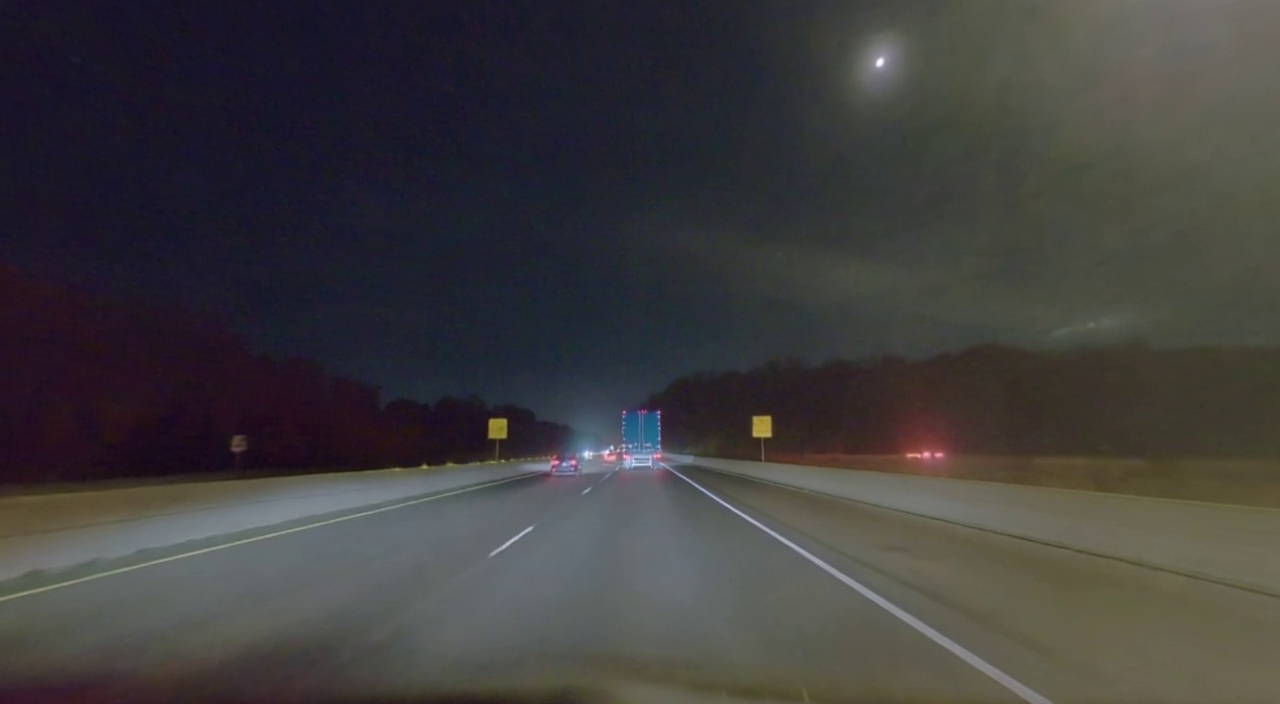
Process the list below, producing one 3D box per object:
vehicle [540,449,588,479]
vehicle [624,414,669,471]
[{"bbox_3d":[-4.102,6.148,34.972,2.053,1.523,4.450,-1,-9,1],"label":"vehicle"},{"bbox_3d":[0.298,6.852,47.538,2.864,3.805,9.500,0,-9,-2],"label":"vehicle"}]
